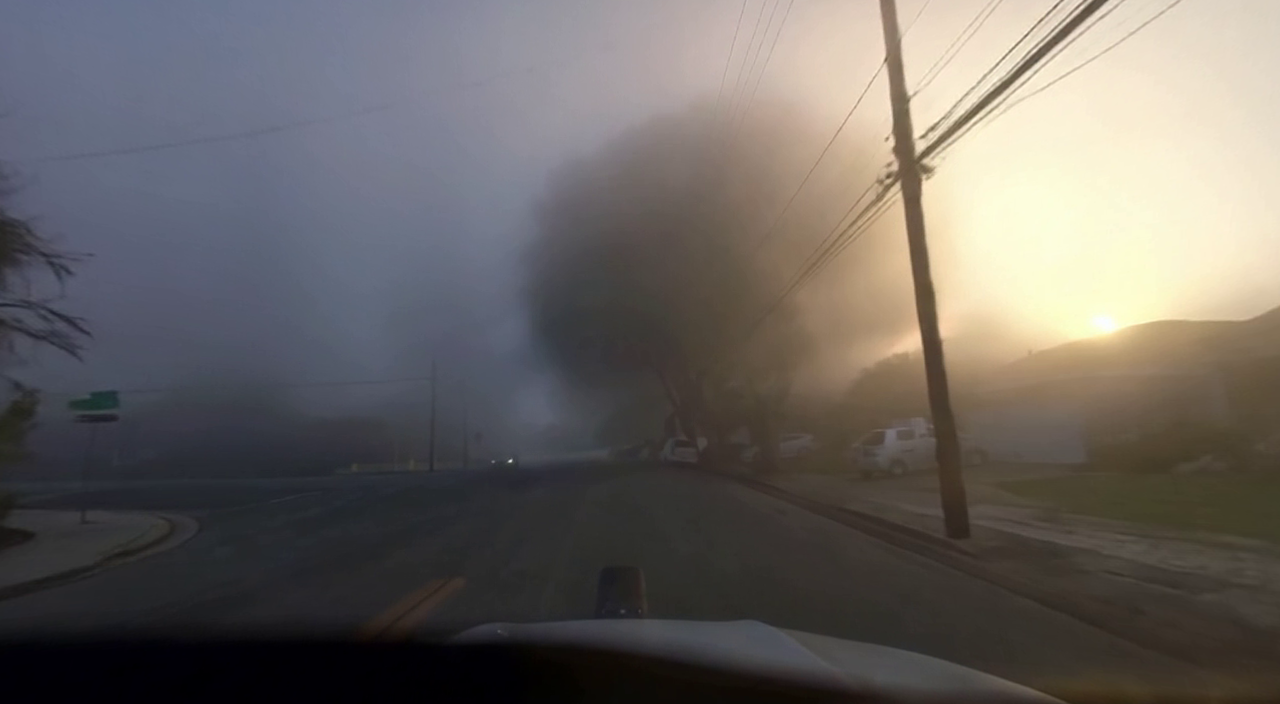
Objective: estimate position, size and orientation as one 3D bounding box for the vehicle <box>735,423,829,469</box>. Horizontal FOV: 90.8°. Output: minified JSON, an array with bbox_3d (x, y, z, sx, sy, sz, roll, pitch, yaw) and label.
[{"bbox_3d":[8.415,5.594,37.794,4.801,2.139,2.164,-6,-7,-3],"label":"vehicle"}]

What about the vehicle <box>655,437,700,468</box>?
[{"bbox_3d":[2.470,6.847,43.307,2.214,1.962,4.733,1,-9,-7],"label":"vehicle"}]
